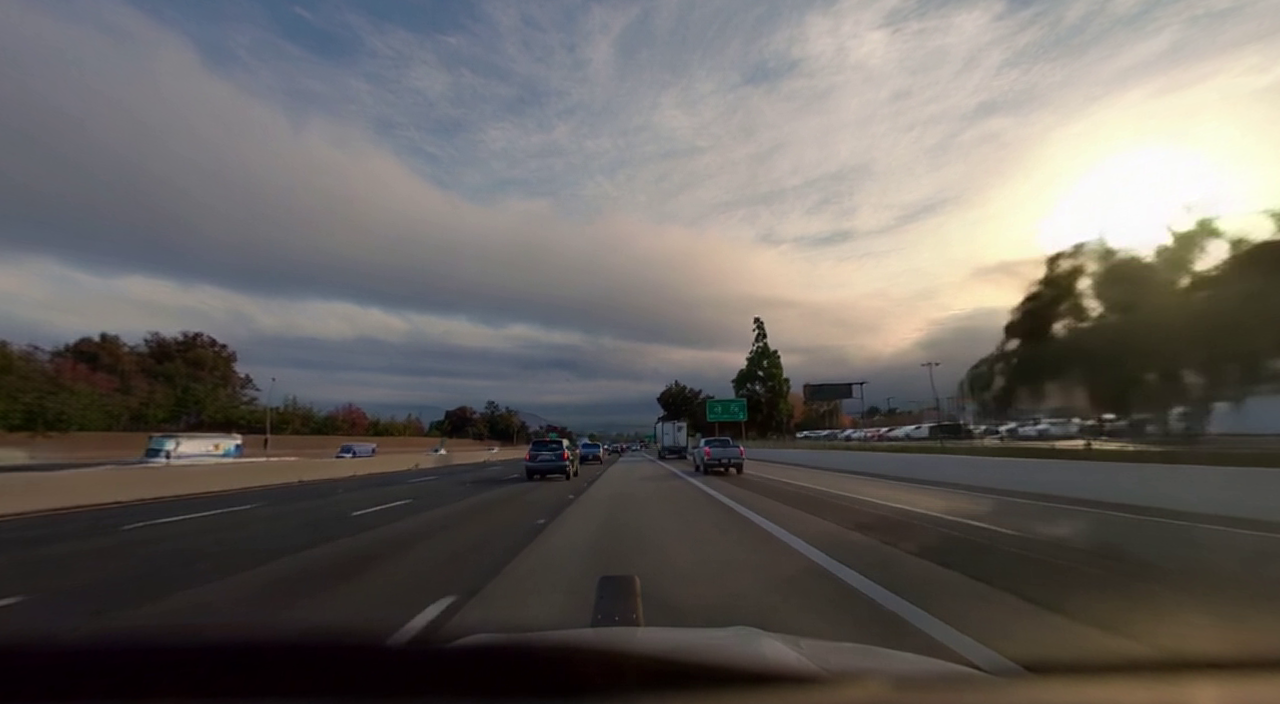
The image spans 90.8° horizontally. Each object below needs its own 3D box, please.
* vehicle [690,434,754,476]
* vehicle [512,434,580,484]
[{"bbox_3d":[3.715,4.775,29.535,2.198,1.807,4.530,0,-9,-2],"label":"vehicle"},{"bbox_3d":[-3.565,4.162,24.799,1.987,1.765,4.508,0,-8,0],"label":"vehicle"}]
